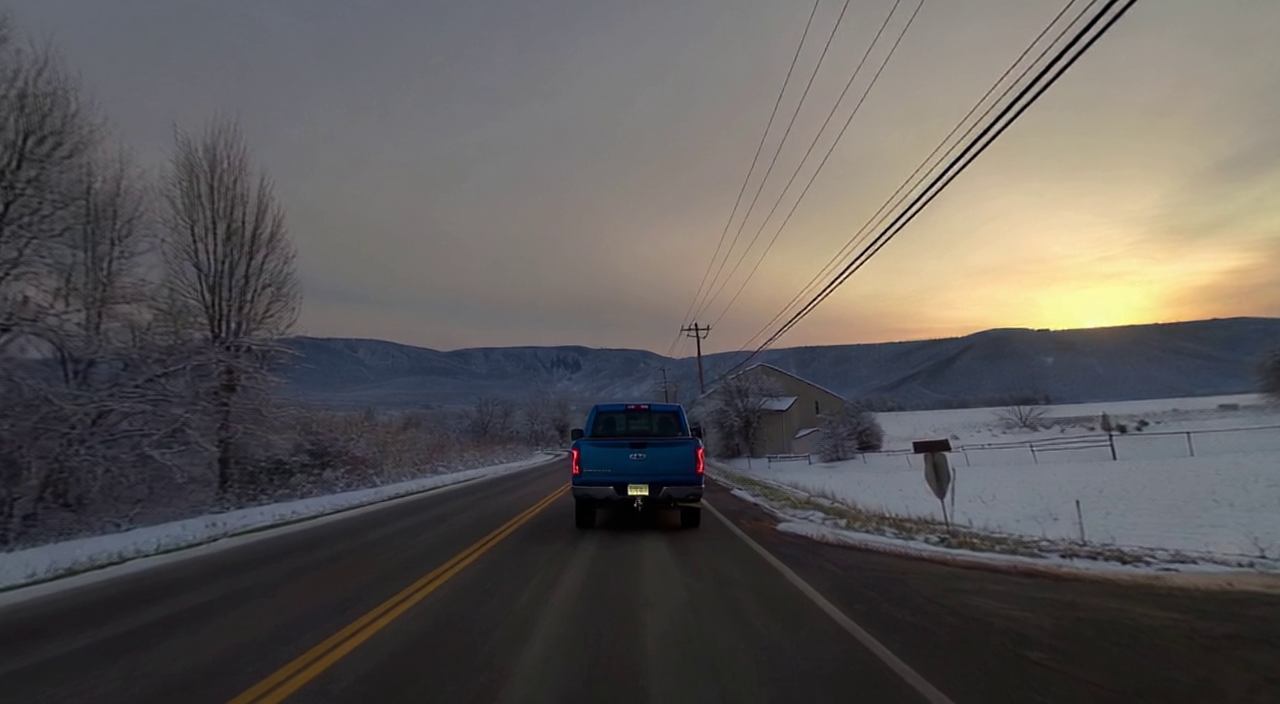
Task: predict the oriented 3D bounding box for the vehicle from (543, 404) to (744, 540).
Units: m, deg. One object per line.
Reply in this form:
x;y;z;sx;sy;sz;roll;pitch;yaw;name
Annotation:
-0.033;2.102;11.773;2.774;1.861;5.885;0;-8;-2;vehicle
